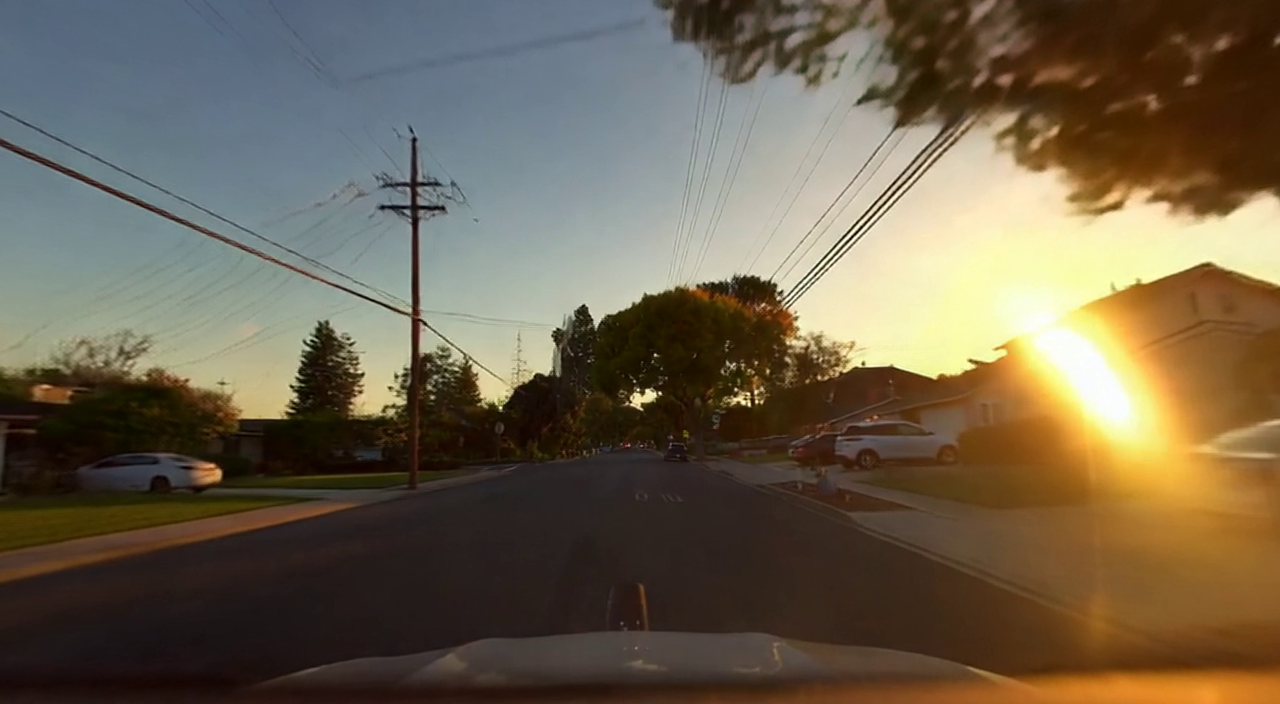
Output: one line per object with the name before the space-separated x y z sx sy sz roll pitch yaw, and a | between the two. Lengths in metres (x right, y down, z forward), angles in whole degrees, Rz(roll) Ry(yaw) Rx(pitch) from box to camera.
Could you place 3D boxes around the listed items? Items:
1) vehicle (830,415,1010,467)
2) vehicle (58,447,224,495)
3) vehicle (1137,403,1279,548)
vehicle | 11.048 3.568 25.299 5.968 1.963 2.573 1 -8 -3
vehicle | -17.904 4.256 22.828 4.304 1.643 1.969 0 -8 1
vehicle | 9.249 1.370 7.741 4.575 1.569 1.924 -3 -8 1
